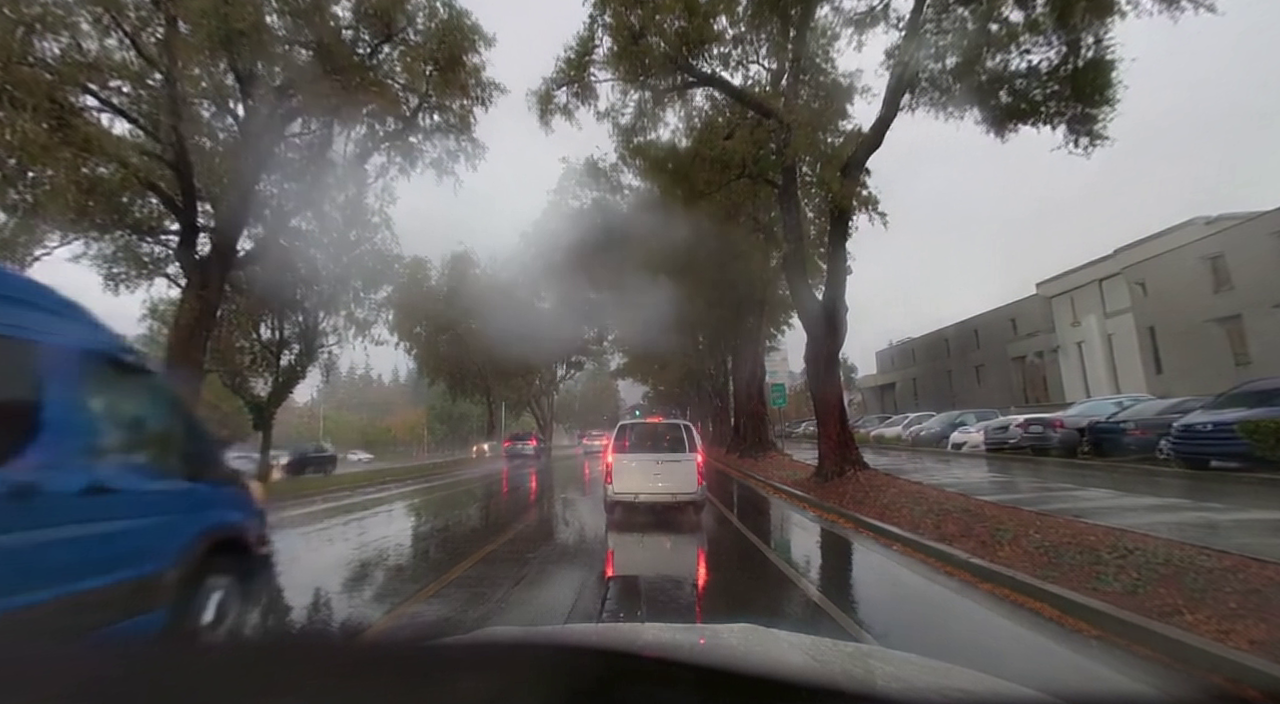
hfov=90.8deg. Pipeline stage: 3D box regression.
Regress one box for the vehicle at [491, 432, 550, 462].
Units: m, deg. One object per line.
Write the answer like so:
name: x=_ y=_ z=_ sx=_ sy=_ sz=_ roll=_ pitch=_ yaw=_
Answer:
vehicle: x=-7.517 y=6.034 z=40.344 sx=2.243 sy=1.783 sz=4.600 roll=-2 pitch=-8 yaw=9

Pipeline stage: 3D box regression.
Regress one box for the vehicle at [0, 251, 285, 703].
vehicle: x=-3.717 y=0.523 z=1.510 sx=2.486 sy=2.074 sz=5.456 roll=0 pitch=-8 yaw=1

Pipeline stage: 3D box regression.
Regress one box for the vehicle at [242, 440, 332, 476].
vehicle: x=-20.065 y=6.032 z=36.202 sx=2.033 sy=1.923 sz=4.658 roll=-1 pitch=-9 yaw=6

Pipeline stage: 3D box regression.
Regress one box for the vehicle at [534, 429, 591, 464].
vehicle: x=-4.478 y=5.621 z=37.523 sx=2.154 sy=1.902 sz=4.735 roll=-1 pitch=-9 yaw=8

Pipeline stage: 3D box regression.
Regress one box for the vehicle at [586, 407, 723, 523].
vehicle: x=0.297 y=2.111 z=12.234 sx=2.173 sy=1.830 sz=4.189 roll=0 pitch=-8 yaw=2
